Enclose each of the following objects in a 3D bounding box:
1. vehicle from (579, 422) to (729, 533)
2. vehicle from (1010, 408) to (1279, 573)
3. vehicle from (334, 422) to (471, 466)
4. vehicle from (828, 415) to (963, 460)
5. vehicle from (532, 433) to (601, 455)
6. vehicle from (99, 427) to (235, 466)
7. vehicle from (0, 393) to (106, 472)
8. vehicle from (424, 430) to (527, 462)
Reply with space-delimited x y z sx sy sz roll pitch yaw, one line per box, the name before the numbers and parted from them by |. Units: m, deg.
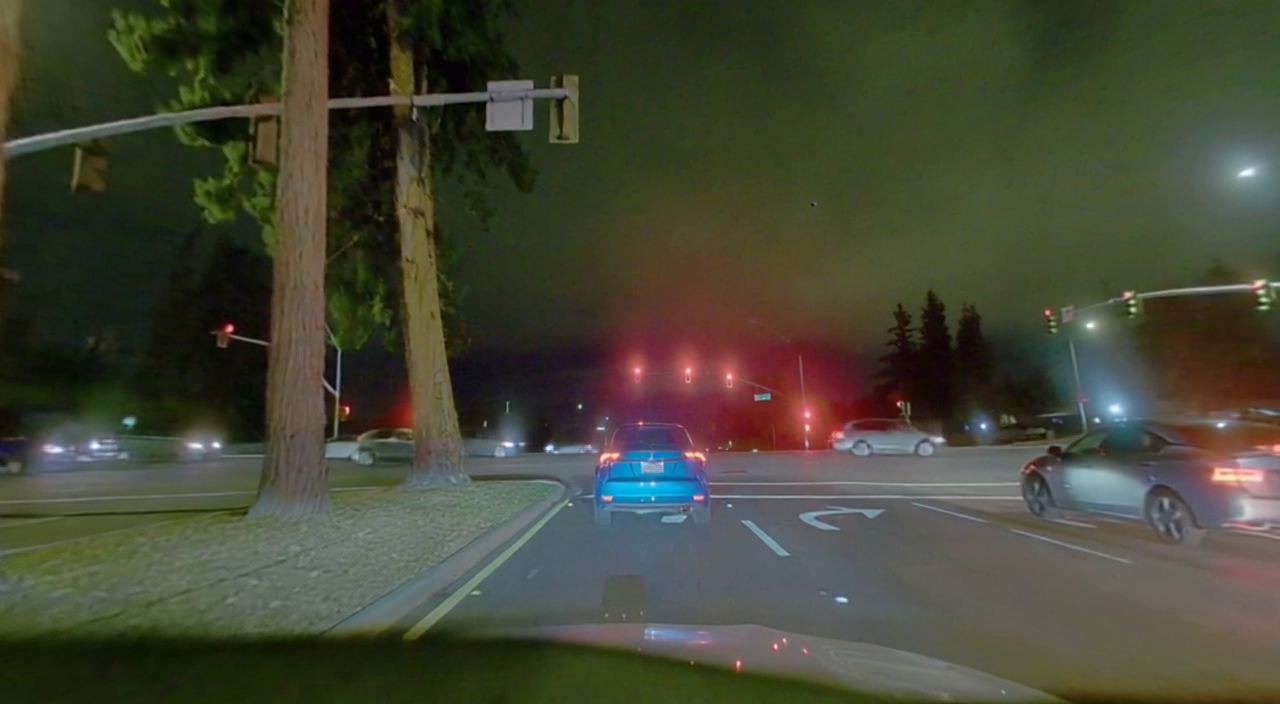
vehicle | 0.141 1.985 10.546 2.041 1.485 3.813 0 -8 -1
vehicle | 7.108 1.646 8.247 1.901 1.577 4.348 0 -8 0
vehicle | -9.899 3.883 26.556 4.921 1.757 2.036 -1 -8 2
vehicle | 10.662 3.605 26.606 4.786 1.803 1.967 0 -8 0
vehicle | -4.932 6.257 42.856 4.507 1.440 1.736 0 -8 -1
vehicle | -22.442 4.509 30.078 4.833 1.784 2.027 0 -8 1
vehicle | -29.180 3.447 26.596 10.544 3.126 2.909 0 -8 0
vehicle | -7.790 4.484 30.152 4.399 1.445 1.769 -1 -8 3
